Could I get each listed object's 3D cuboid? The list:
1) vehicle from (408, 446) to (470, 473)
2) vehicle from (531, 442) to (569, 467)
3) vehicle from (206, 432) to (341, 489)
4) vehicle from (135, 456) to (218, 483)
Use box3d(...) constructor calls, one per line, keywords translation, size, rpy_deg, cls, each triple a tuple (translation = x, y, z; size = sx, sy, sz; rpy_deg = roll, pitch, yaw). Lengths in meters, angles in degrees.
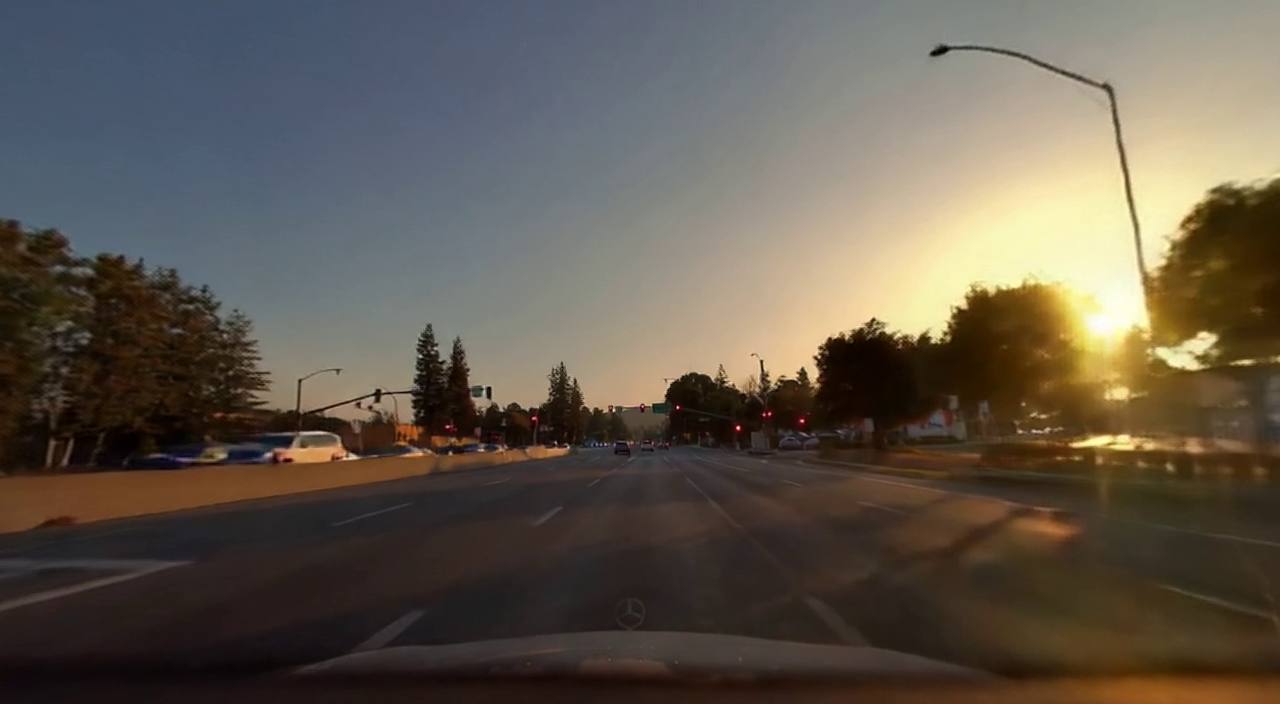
box3d(translation=(-11.149, 5.966, 35.304), size=(1.937, 1.426, 4.529), rpy_deg=(0, -8, 0), cls="vehicle")
box3d(translation=(-5.955, 6.808, 42.115), size=(1.843, 1.528, 4.121), rpy_deg=(0, -8, 1), cls="vehicle")
box3d(translation=(-14.442, 4.293, 25.341), size=(2.160, 1.993, 5.347), rpy_deg=(0, -8, 0), cls="vehicle")
box3d(translation=(-26.347, 6.655, 35.955), size=(1.673, 1.400, 3.902), rpy_deg=(0, -8, 2), cls="vehicle")
